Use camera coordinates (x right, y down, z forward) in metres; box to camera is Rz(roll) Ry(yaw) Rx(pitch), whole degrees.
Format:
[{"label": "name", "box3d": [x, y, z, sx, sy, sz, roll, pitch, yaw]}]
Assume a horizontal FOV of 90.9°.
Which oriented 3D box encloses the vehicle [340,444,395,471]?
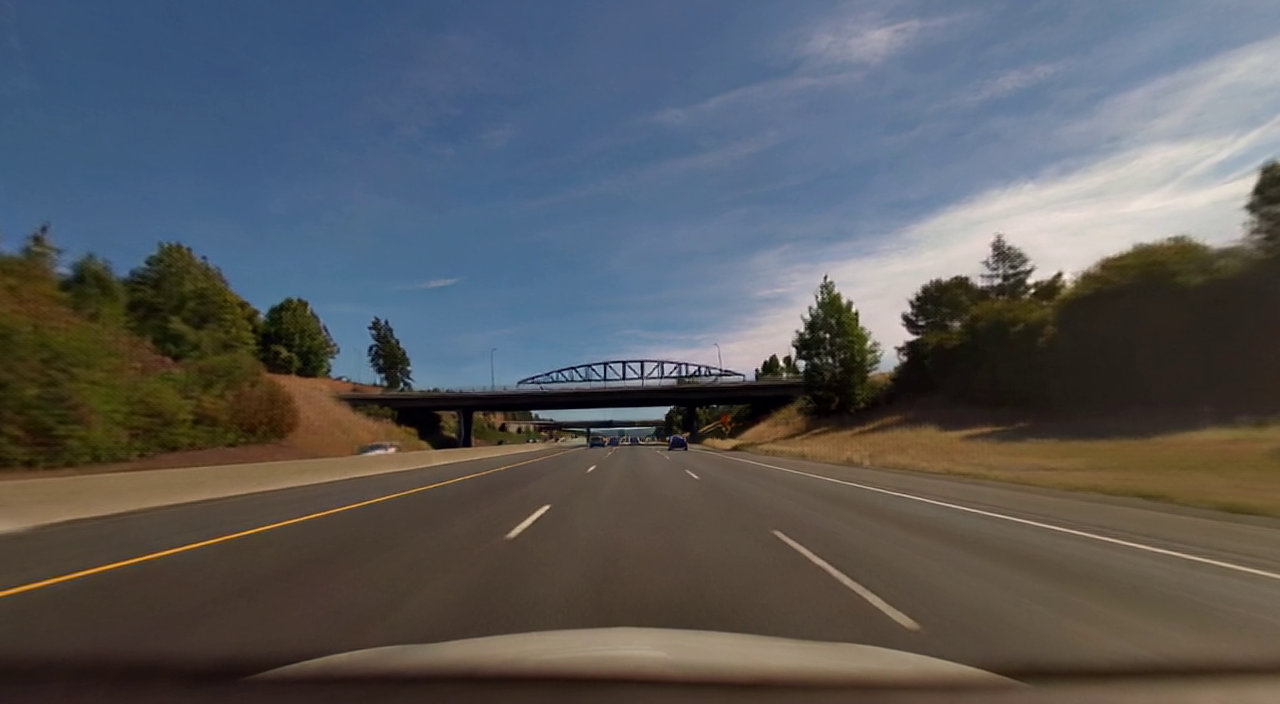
[{"label": "vehicle", "box3d": [-17.169, 6.643, 39.919, 1.797, 1.528, 3.922, 0, -8, -1]}]
